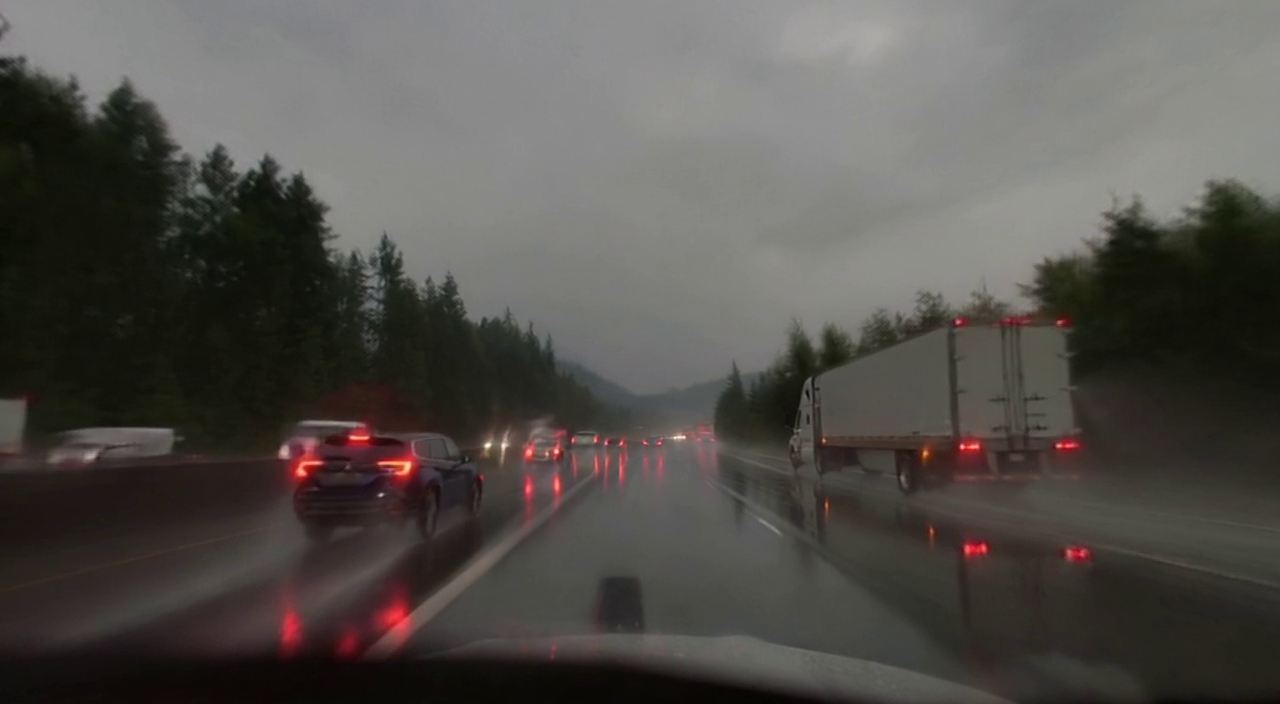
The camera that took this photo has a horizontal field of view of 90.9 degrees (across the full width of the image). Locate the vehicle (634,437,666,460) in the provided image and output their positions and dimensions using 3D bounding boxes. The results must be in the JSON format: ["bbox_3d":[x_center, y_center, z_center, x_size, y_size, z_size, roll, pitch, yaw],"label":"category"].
[{"bbox_3d":[0.643,6.456,42.431,2.004,1.465,3.842,0,-8,0],"label":"vehicle"}]

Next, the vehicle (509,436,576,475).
[{"bbox_3d":[-3.897,4.185,25.881,2.013,1.460,4.027,0,-8,1],"label":"vehicle"}]

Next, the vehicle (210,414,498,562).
[{"bbox_3d":[-3.645,1.790,9.132,2.137,1.618,4.209,0,-8,1],"label":"vehicle"}]

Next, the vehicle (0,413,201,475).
[{"bbox_3d":[-27.712,4.719,32.789,2.707,2.733,9.393,0,-8,2],"label":"vehicle"}]

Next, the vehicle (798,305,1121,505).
[{"bbox_3d":[8.238,1.981,19.932,2.866,4.100,14.057,0,-8,0],"label":"vehicle"}]

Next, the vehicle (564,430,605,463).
[{"bbox_3d":[-3.300,5.723,38.362,2.064,1.826,4.263,0,-8,1],"label":"vehicle"}]
